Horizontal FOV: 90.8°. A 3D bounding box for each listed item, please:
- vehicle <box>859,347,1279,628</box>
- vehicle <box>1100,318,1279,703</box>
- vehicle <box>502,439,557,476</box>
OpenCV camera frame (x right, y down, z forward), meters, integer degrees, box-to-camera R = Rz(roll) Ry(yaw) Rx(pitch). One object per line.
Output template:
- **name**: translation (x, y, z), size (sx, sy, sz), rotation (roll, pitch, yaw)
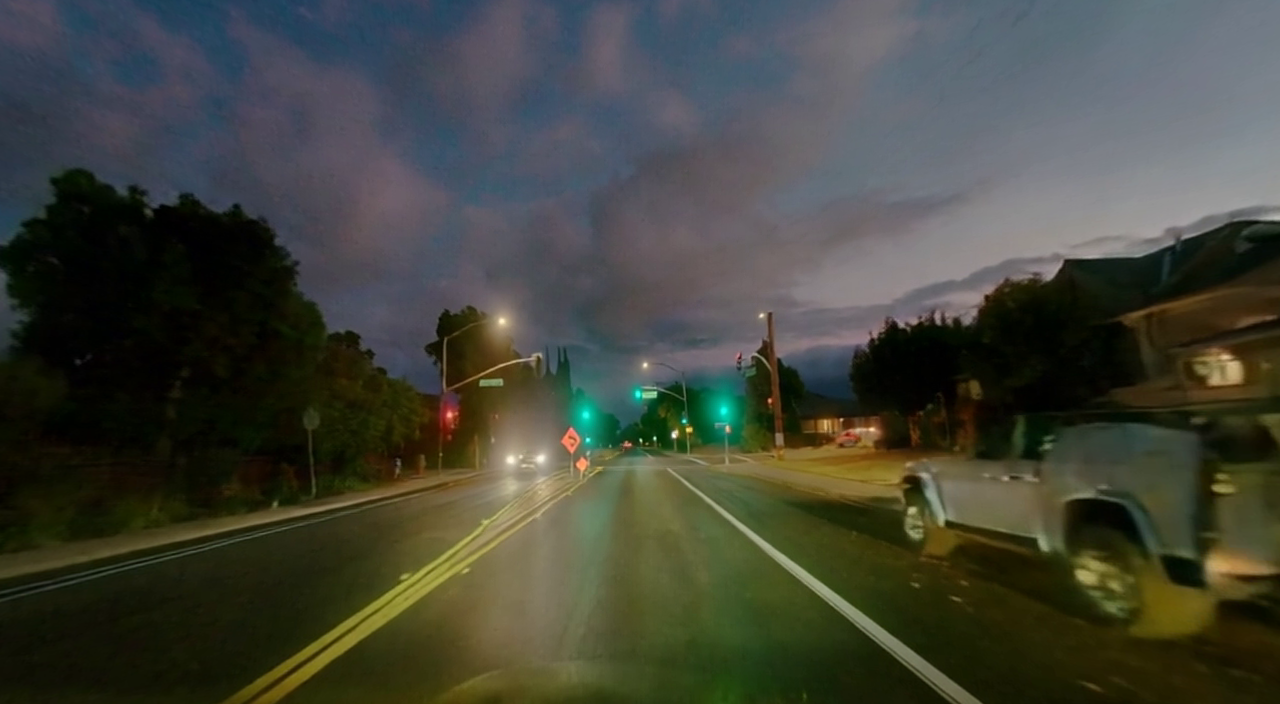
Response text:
- **vehicle**: translation (4.635, 1.401, 7.498), size (2.404, 2.054, 5.588), rotation (-1, -9, 4)
- **vehicle**: translation (4.275, 0.729, 2.659), size (2.241, 1.935, 3.270), rotation (-1, -9, 4)
- **vehicle**: translation (-6.046, 5.852, 35.235), size (2.240, 1.879, 4.847), rotation (0, -9, -1)
